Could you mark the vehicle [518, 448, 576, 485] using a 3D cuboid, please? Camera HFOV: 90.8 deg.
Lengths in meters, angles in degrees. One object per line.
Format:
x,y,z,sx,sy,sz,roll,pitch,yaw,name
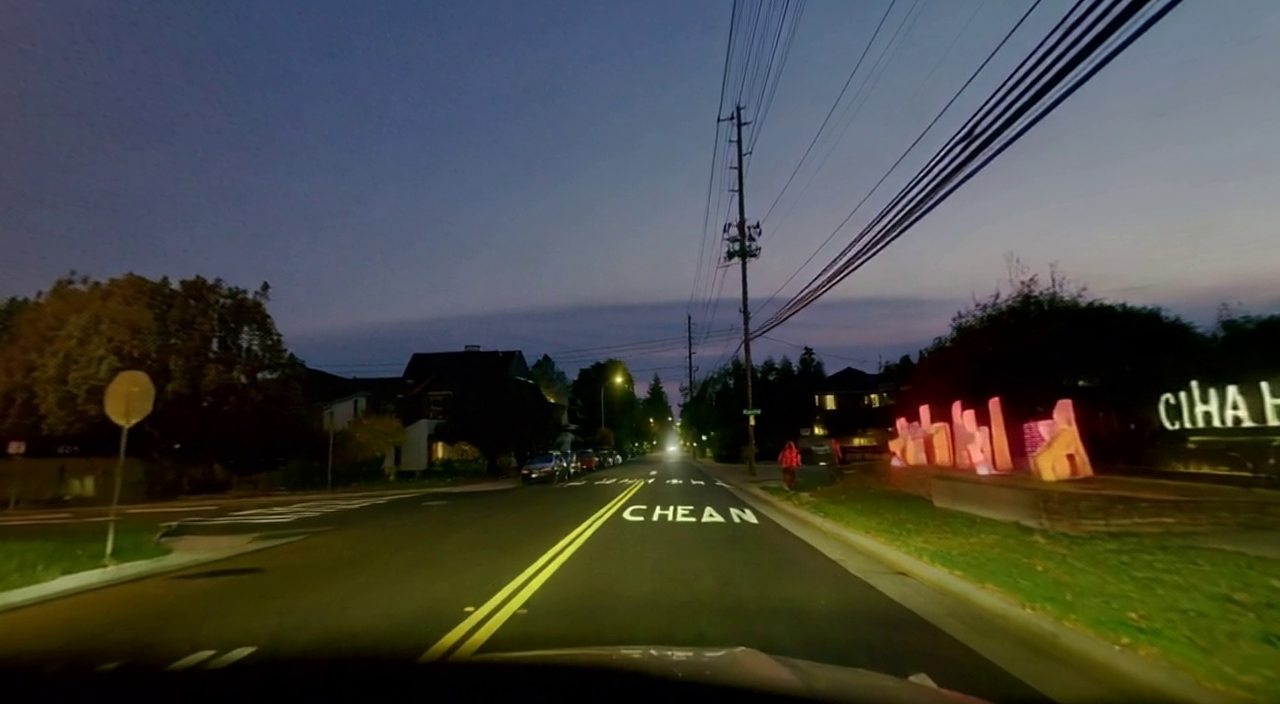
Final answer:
-4.812,5.970,33.380,2.203,1.787,4.704,-1,-8,2,vehicle
